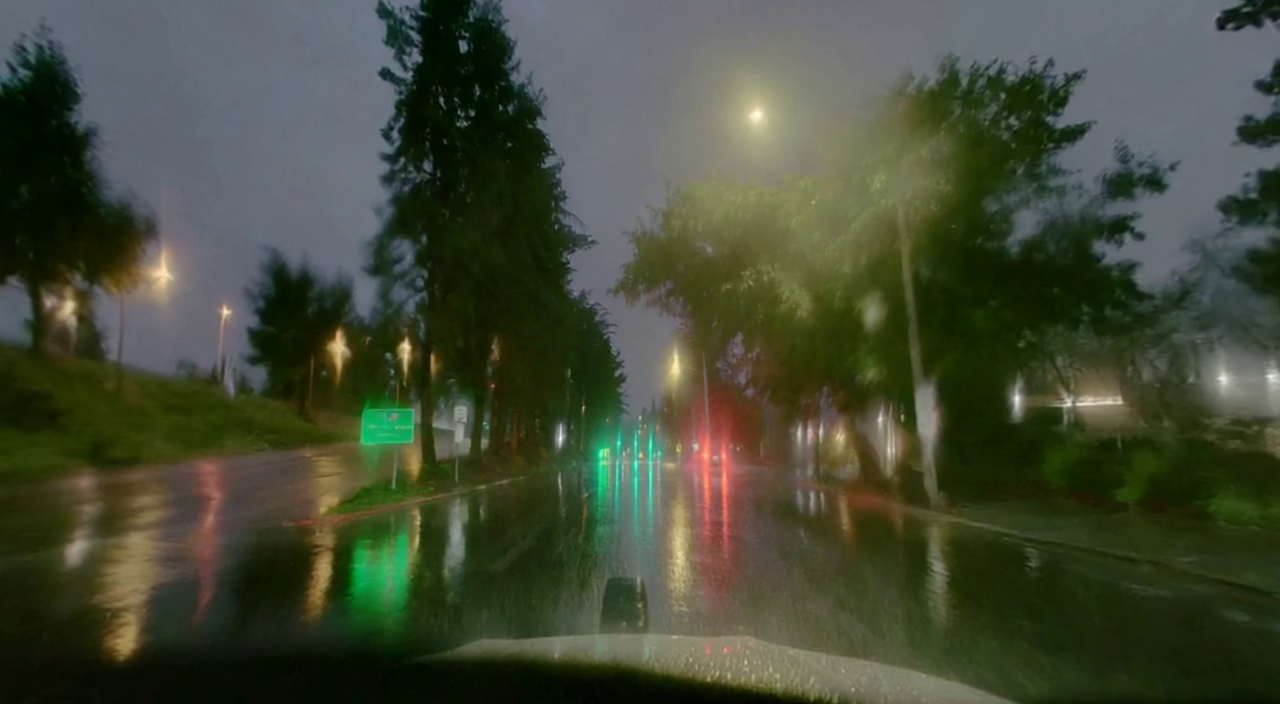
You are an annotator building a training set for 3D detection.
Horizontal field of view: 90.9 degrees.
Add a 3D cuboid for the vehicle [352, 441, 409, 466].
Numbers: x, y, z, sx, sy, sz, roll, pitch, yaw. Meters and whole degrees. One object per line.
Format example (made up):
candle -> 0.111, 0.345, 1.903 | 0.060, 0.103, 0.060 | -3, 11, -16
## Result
vehicle -> -16.071, 6.289, 39.279 | 1.960, 1.436, 4.584 | 1, -8, -5
